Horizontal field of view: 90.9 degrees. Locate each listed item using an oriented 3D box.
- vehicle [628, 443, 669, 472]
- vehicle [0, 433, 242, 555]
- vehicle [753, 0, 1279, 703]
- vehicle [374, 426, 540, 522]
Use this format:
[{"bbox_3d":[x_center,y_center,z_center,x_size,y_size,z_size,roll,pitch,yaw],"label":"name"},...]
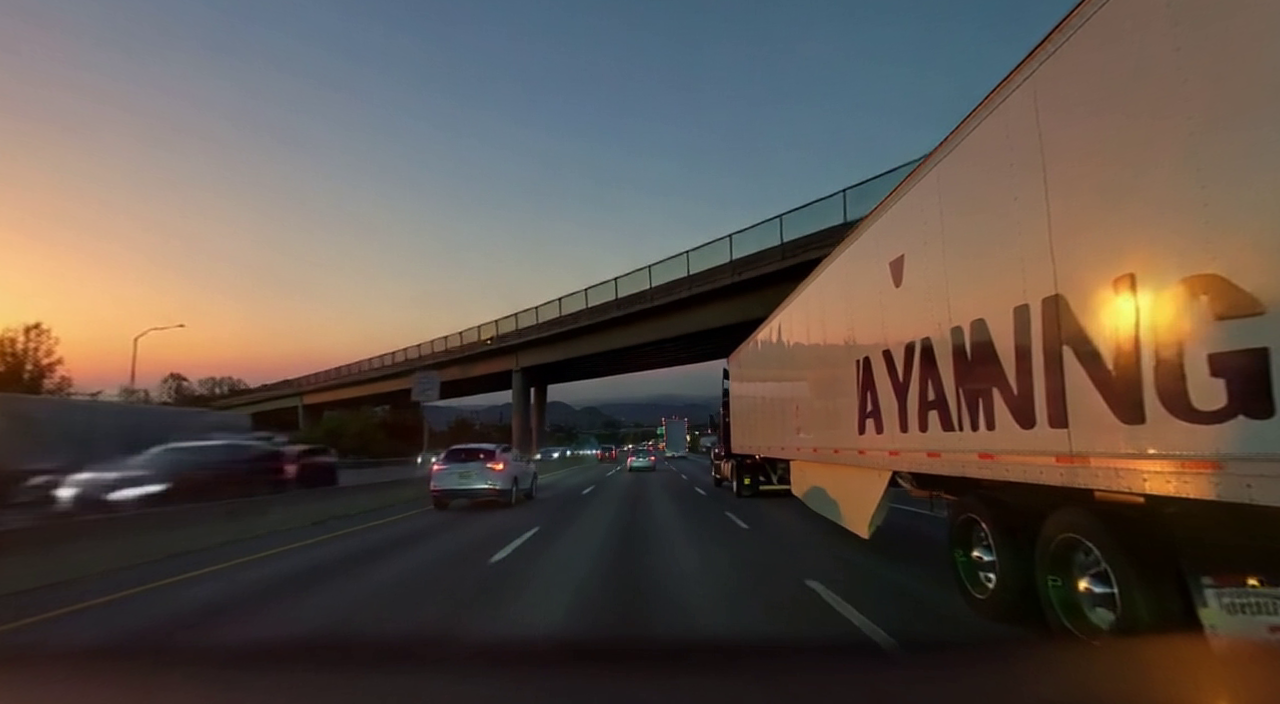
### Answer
[{"bbox_3d":[0.428,5.729,34.446,2.063,1.469,4.208,0,-9,0],"label":"vehicle"},{"bbox_3d":[-8.642,2.093,9.991,1.917,1.506,4.152,0,-9,0],"label":"vehicle"},{"bbox_3d":[3.868,0.305,7.230,2.821,4.077,12.562,0,-9,0],"label":"vehicle"},{"bbox_3d":[-3.740,2.600,14.025,2.091,1.722,4.974,-1,-9,1],"label":"vehicle"}]
